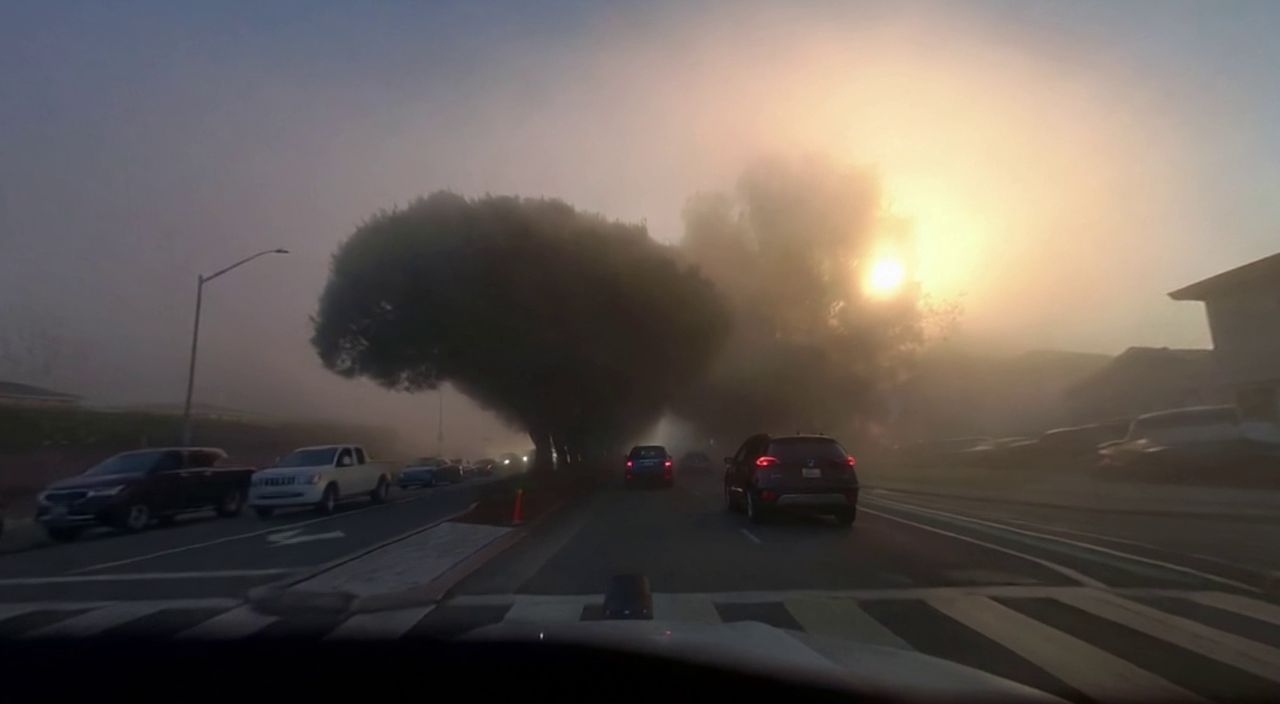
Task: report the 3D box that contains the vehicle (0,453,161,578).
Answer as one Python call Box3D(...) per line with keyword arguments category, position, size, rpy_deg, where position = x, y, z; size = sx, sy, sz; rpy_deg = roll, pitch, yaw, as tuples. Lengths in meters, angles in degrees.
Box3D(category="vehicle", position=(-8.492, 1.930, 7.383), size=(2.083, 1.420, 4.702), rpy_deg=(0, -9, 0))

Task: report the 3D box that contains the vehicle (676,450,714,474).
Box3D(category="vehicle", position=(3.638, 7.380, 42.616), size=(2.096, 1.489, 4.757), rpy_deg=(0, -9, 0))

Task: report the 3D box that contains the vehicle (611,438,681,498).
Box3D(category="vehicle", position=(0.184, 3.977, 21.990), size=(2.185, 1.822, 4.391), rpy_deg=(0, -9, 0))

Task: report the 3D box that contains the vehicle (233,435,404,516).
Box3D(category="vehicle", position=(-8.734, 3.377, 17.799), size=(2.182, 1.939, 4.889), rpy_deg=(0, -9, 1))

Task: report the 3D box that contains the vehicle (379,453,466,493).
Box3D(category="vehicle", position=(-8.779, 4.913, 25.890), size=(1.923, 1.433, 4.450), rpy_deg=(-1, -9, 1))

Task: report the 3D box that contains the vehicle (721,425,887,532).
Box3D(category="vehicle", position=(3.083, 2.507, 13.025), size=(2.166, 1.799, 4.372), rpy_deg=(0, -9, -1))
